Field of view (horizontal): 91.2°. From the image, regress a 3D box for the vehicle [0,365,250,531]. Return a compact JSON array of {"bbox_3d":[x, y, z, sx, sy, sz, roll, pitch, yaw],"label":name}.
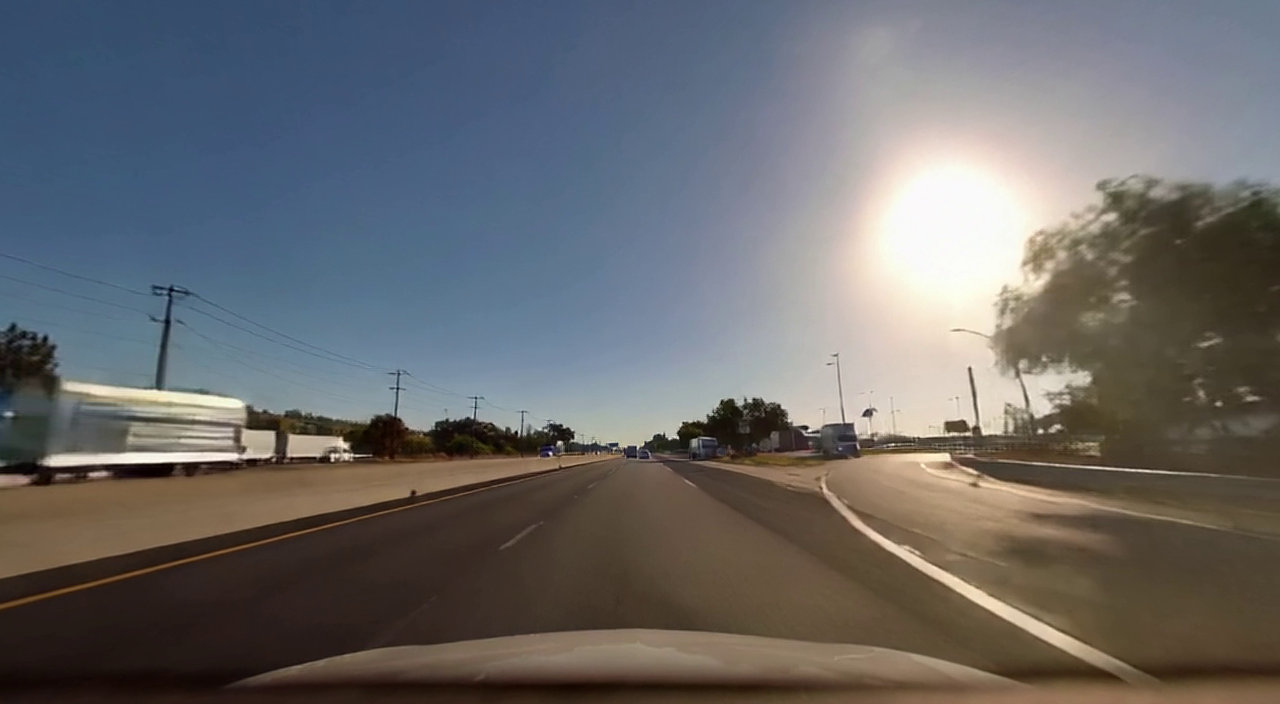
[{"bbox_3d":[-16.335,2.861,18.481,3.035,3.814,9.987,-1,-9,1],"label":"vehicle"}]
